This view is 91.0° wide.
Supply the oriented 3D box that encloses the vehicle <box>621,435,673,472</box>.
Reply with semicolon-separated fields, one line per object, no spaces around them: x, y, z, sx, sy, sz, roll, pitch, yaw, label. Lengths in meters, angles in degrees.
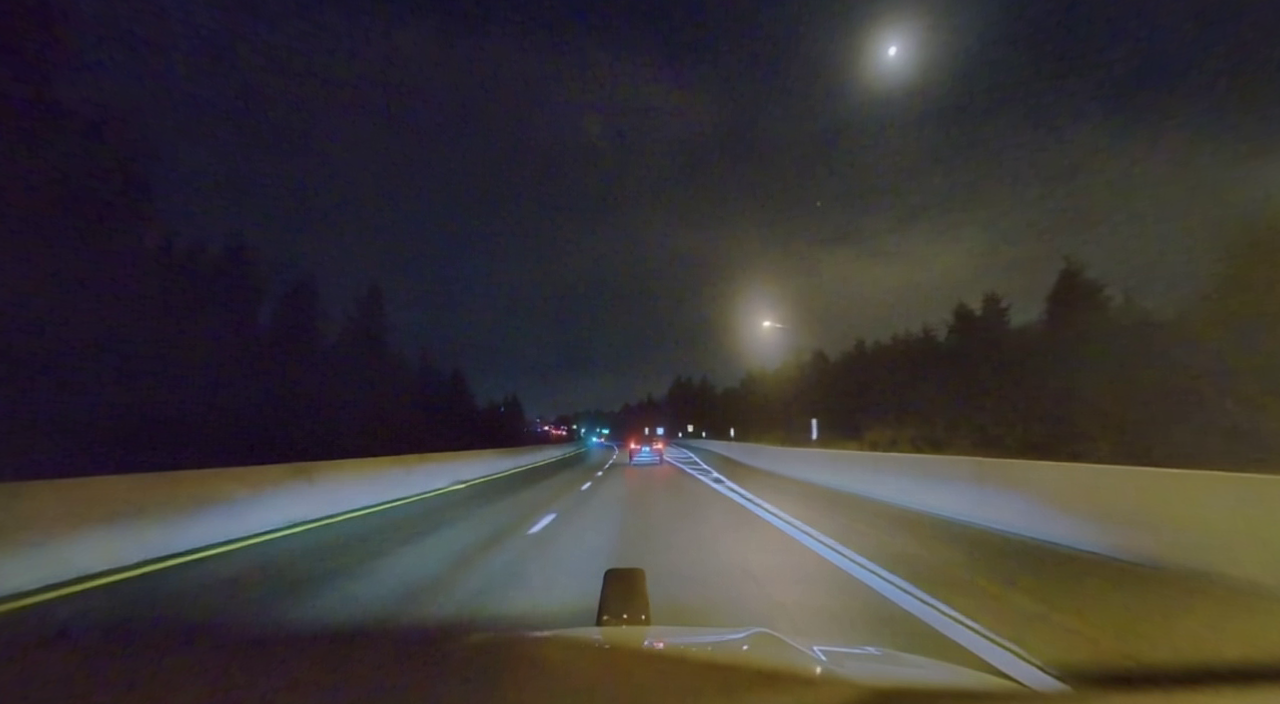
0.324;4.462;27.937;2.130;1.512;4.057;0;-8;0;vehicle
